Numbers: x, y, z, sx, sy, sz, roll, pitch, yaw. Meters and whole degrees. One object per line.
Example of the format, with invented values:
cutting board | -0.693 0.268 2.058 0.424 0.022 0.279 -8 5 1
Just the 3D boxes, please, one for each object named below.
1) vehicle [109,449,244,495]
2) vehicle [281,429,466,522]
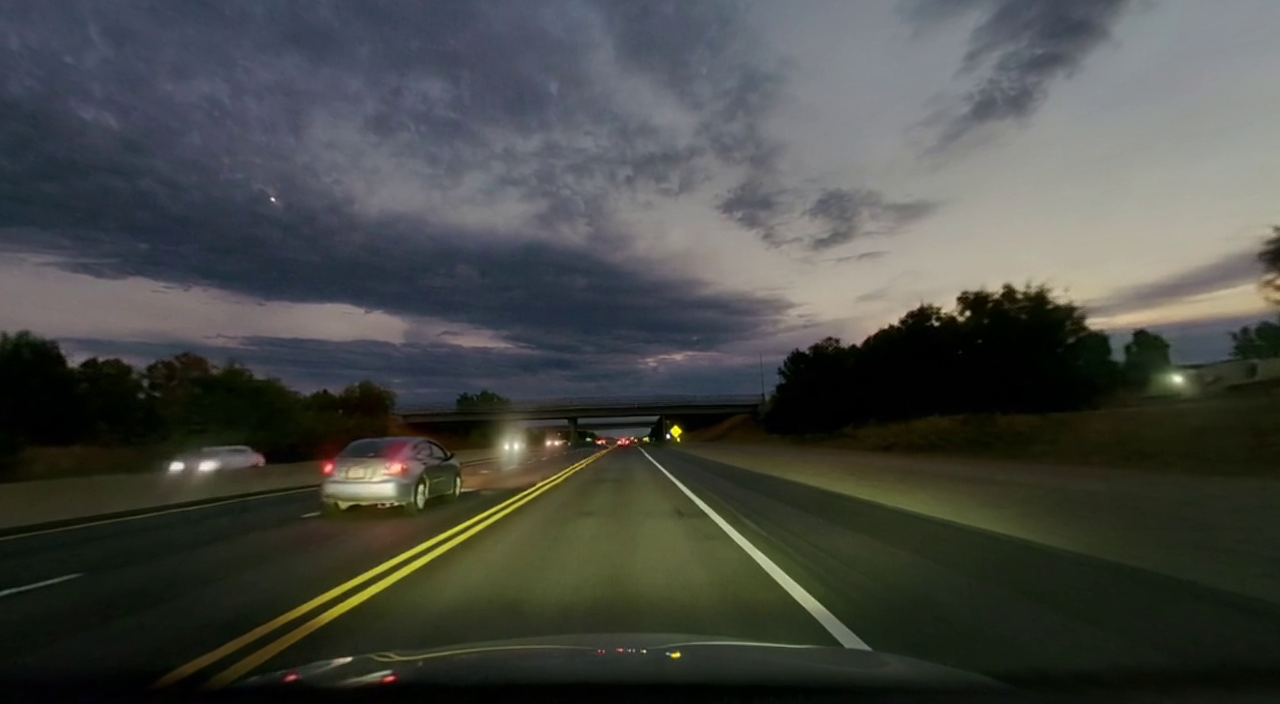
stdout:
vehicle | -17.565 4.522 24.214 1.879 1.468 4.469 0 -8 -1
vehicle | -4.898 2.274 12.254 1.965 1.513 3.774 0 -8 0
